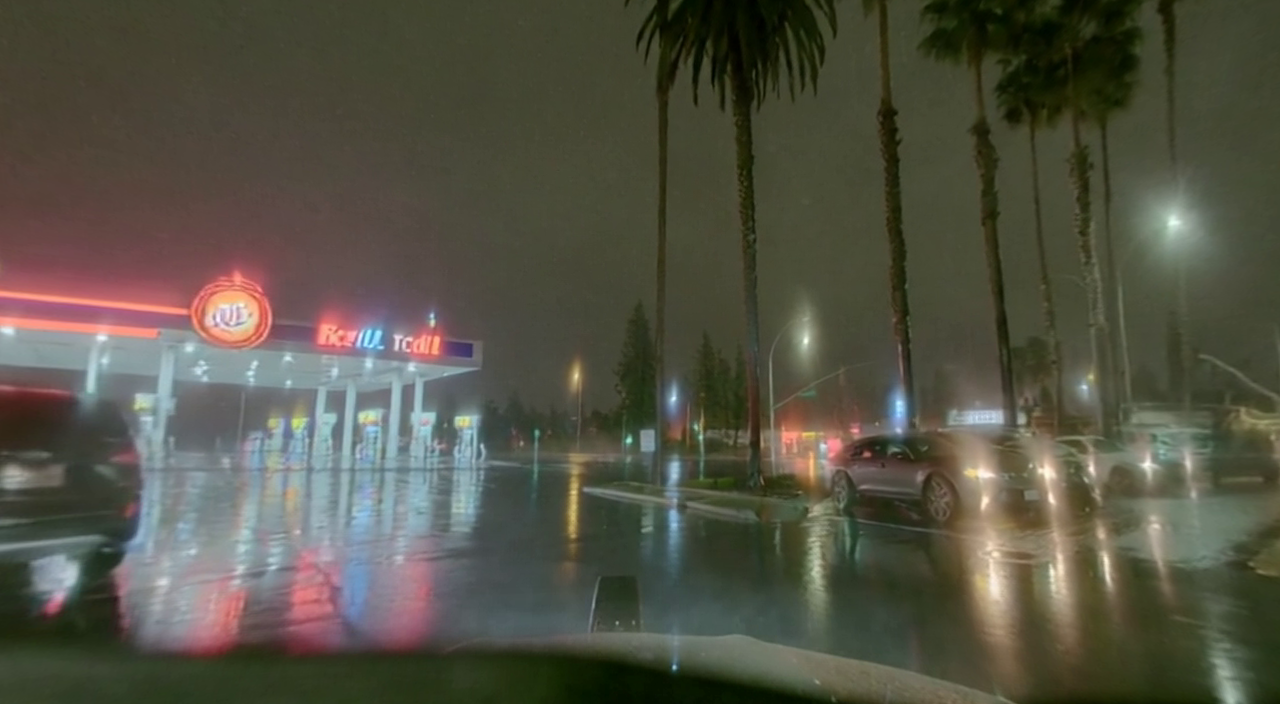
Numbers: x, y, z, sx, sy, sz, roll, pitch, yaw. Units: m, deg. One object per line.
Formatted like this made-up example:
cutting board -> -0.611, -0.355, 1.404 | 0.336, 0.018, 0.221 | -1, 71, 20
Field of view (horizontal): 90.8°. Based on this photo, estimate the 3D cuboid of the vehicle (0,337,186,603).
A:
vehicle -> -7.283, 1.054, 6.149 | 5.855, 1.950, 2.445 | -5, -10, 32

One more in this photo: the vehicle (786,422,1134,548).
vehicle -> 4.674, 1.973, 10.098 | 1.937, 1.490, 4.564 | 5, -10, -29
